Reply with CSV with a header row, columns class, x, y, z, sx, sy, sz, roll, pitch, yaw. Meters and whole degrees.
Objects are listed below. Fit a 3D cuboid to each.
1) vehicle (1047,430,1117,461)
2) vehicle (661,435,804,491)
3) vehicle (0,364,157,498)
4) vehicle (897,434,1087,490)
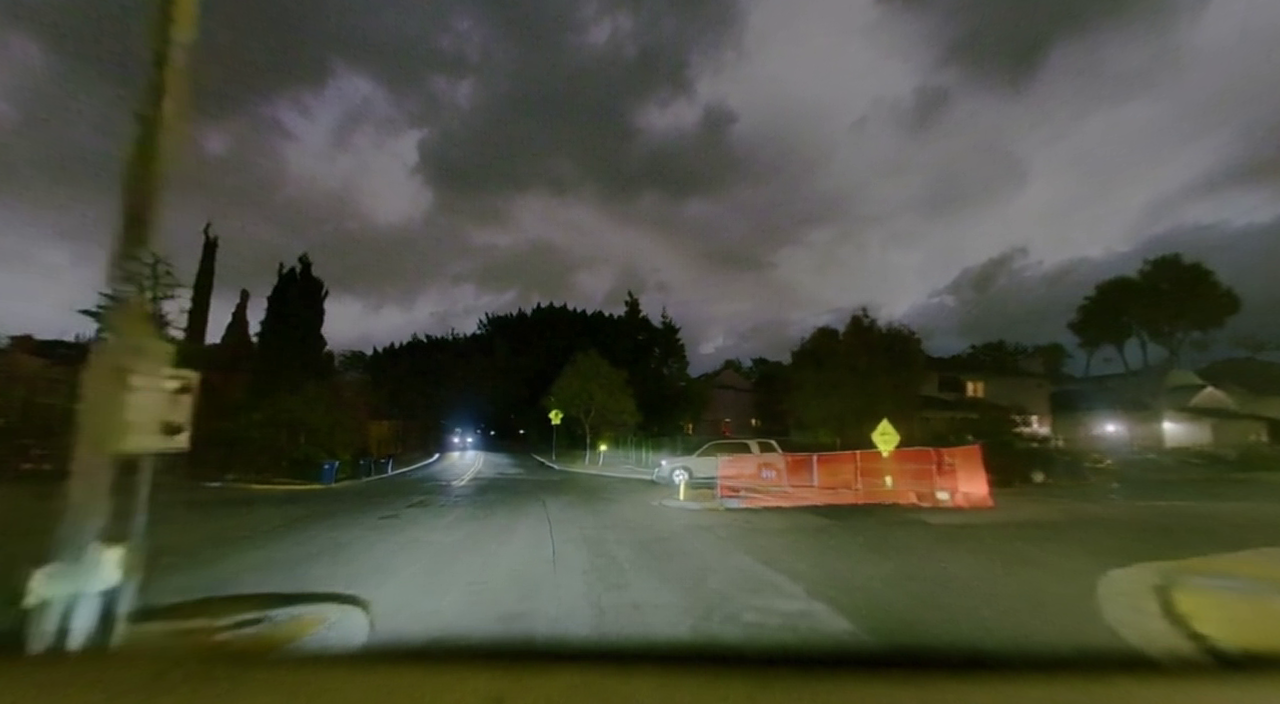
class,x,y,z,sx,sy,sz,roll,pitch,yaw
vehicle,22.607,4.814,32.390,1.825,1.482,4.073,-3,-10,20
vehicle,2.643,3.256,18.635,3.772,1.531,1.949,1,-9,-6
vehicle,-18.422,2.396,19.722,2.438,3.594,5.582,2,-7,-7
vehicle,10.312,3.278,18.803,4.378,1.543,2.080,-1,-9,4
